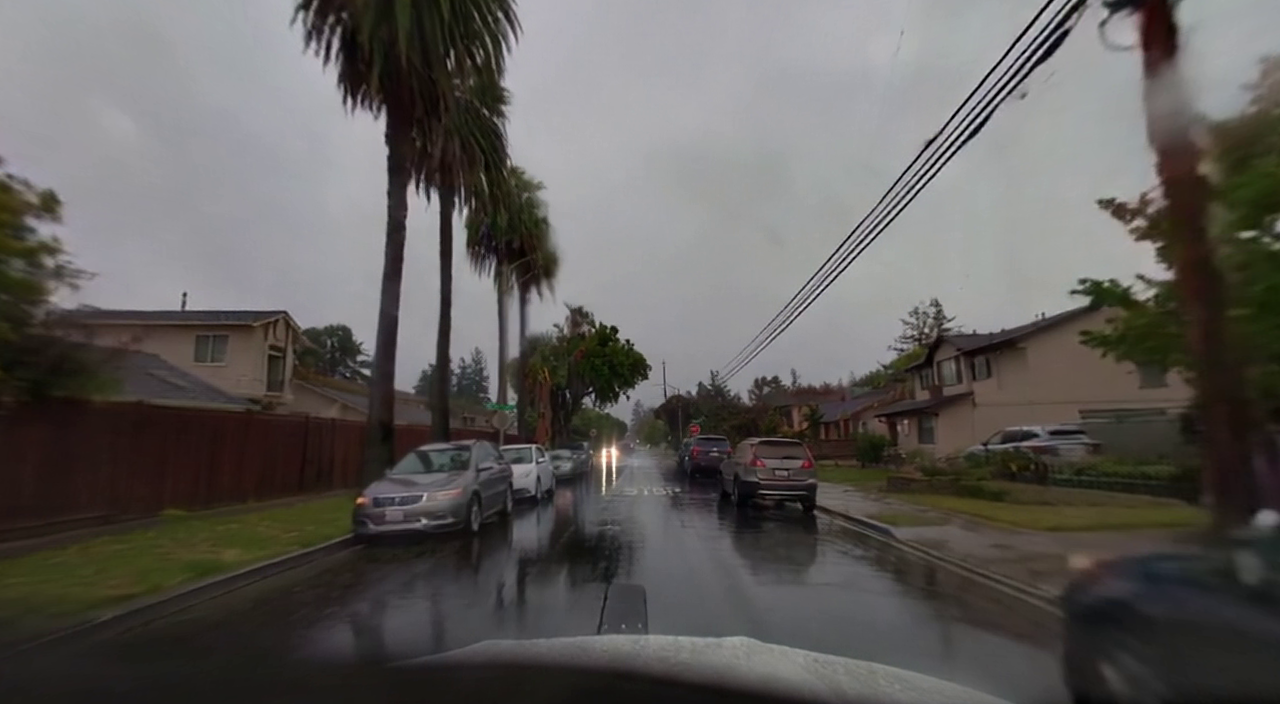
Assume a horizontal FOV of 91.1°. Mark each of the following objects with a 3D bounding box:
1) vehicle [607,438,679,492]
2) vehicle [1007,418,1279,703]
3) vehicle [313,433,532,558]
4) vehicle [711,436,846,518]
[{"bbox_3d":[0.068,3.501,19.811,2.010,1.499,4.107,0,-8,0],"label":"vehicle"},{"bbox_3d":[2.856,0.797,0.863,1.961,1.481,4.494,0,-8,0],"label":"vehicle"},{"bbox_3d":[-3.067,2.098,9.982,1.877,1.521,4.348,0,-8,1],"label":"vehicle"},{"bbox_3d":[2.915,2.730,14.278,1.967,1.563,4.237,0,-8,-2],"label":"vehicle"}]
